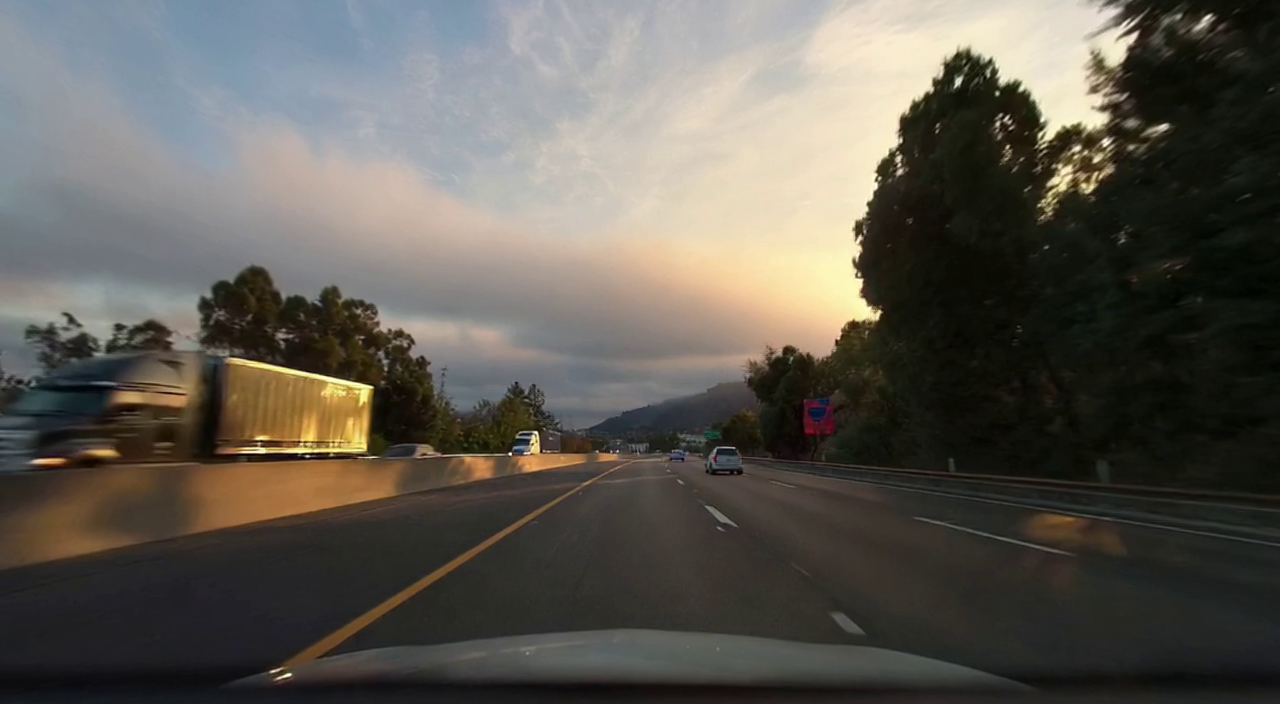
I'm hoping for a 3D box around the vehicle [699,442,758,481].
[{"bbox_3d":[4.125,5.195,29.965,2.089,1.660,4.729,0,-9,-1],"label":"vehicle"}]

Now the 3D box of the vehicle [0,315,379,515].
[{"bbox_3d":[-14.078,2.553,21.157,3.257,4.097,16.693,0,-9,0],"label":"vehicle"}]

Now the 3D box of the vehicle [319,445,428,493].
[{"bbox_3d":[-9.397,4.135,22.569,1.920,1.532,4.578,0,-9,0],"label":"vehicle"}]
